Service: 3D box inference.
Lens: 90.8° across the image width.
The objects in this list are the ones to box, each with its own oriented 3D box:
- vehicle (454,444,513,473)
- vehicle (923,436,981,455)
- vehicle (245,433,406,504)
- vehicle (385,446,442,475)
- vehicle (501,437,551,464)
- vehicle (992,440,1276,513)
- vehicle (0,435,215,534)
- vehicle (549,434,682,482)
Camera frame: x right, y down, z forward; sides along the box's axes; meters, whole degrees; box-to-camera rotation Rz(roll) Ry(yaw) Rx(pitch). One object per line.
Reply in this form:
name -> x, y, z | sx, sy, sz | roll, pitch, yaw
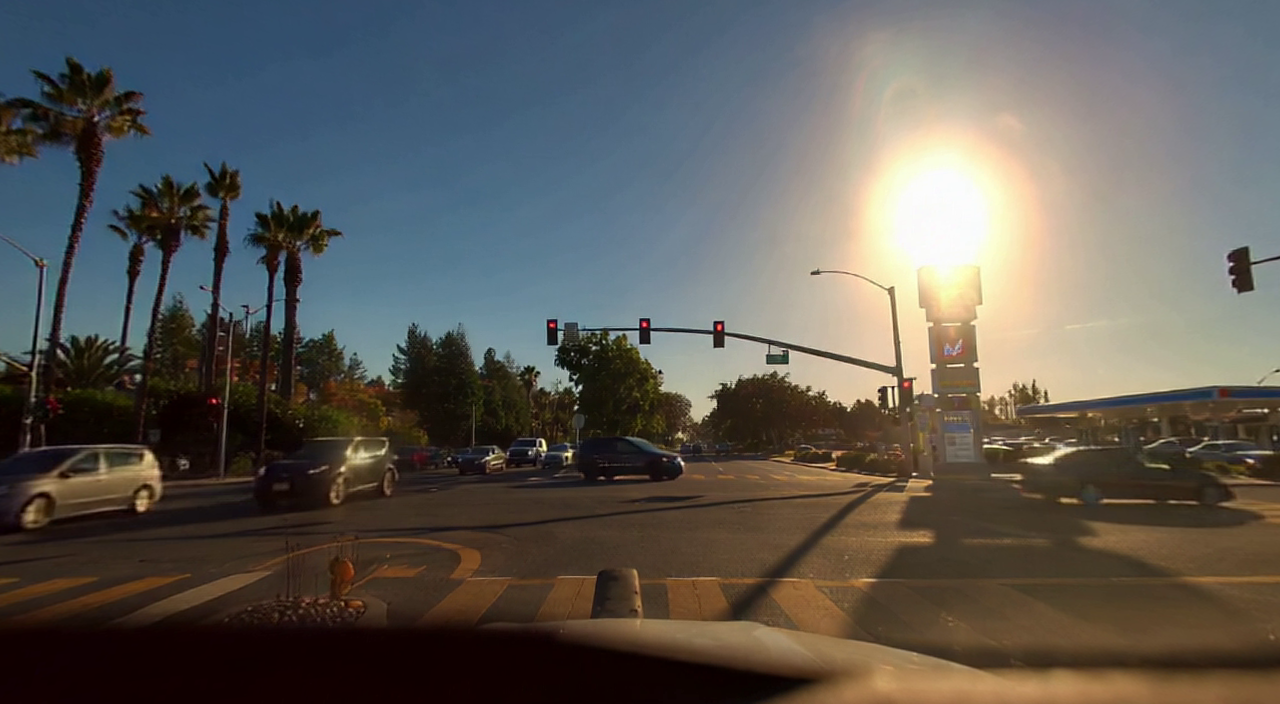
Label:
vehicle -> -8.733, 5.981, 35.686 | 2.034, 1.510, 4.647 | 0, -9, 1
vehicle -> 22.542, 6.765, 45.661 | 3.356, 1.395, 1.559 | 0, -9, -1
vehicle -> -8.440, 3.151, 17.557 | 2.124, 1.701, 4.551 | 0, -9, 0
vehicle -> -11.944, 5.734, 33.530 | 1.633, 1.460, 3.540 | 0, -9, 0
vehicle -> -8.641, 7.569, 48.581 | 2.609, 1.865, 5.875 | 0, -9, 1
vehicle -> 10.833, 2.743, 14.236 | 4.579, 1.464, 1.983 | -1, -9, 6
vehicle -> -11.802, 2.694, 13.533 | 1.973, 1.712, 4.872 | 0, -9, 0
vehicle -> -1.005, 4.095, 24.657 | 4.892, 1.719, 1.929 | -5, -10, 31
